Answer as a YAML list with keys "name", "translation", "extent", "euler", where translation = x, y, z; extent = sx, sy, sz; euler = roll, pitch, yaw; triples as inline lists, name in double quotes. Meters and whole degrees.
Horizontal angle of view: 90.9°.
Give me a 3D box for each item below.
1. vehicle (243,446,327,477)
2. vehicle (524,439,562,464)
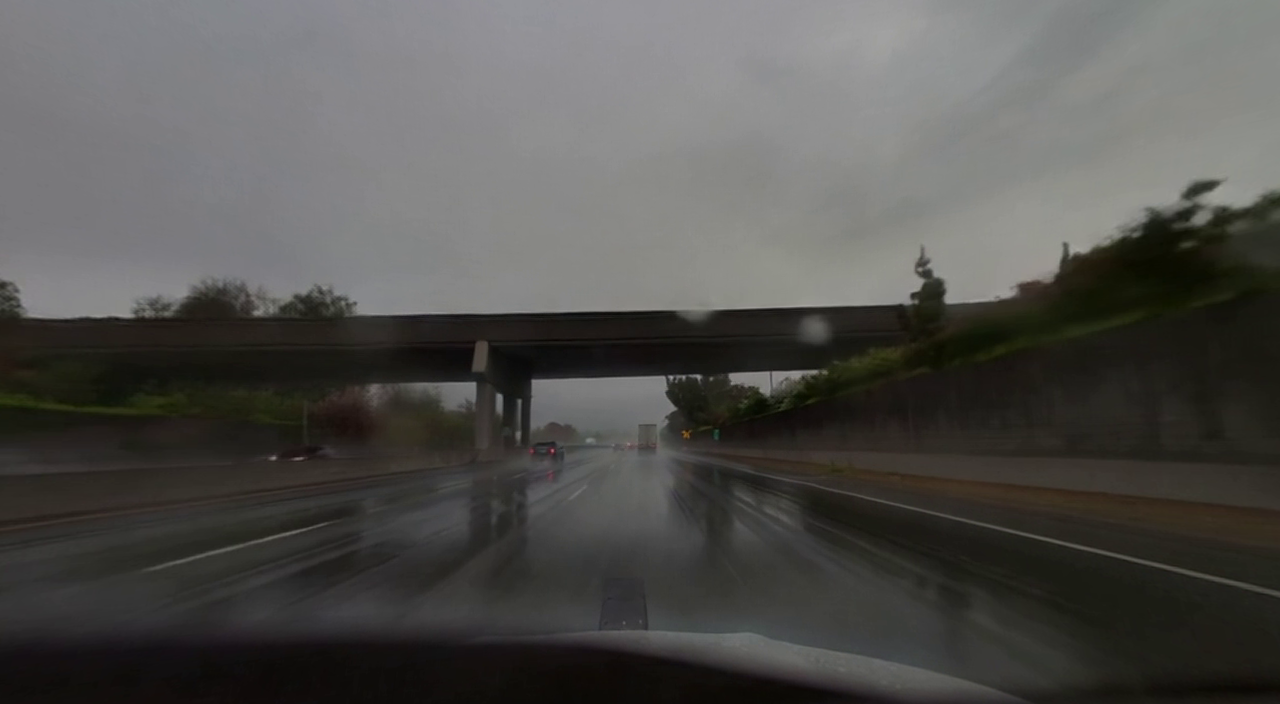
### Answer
- name: "vehicle"
  translation: [-20.010, 6.156, 35.812]
  extent: [1.933, 1.607, 4.790]
  euler: [0, -8, 1]
- name: "vehicle"
  translation: [-7.033, 7.212, 45.968]
  extent: [1.981, 1.685, 4.171]
  euler: [0, -8, 2]
